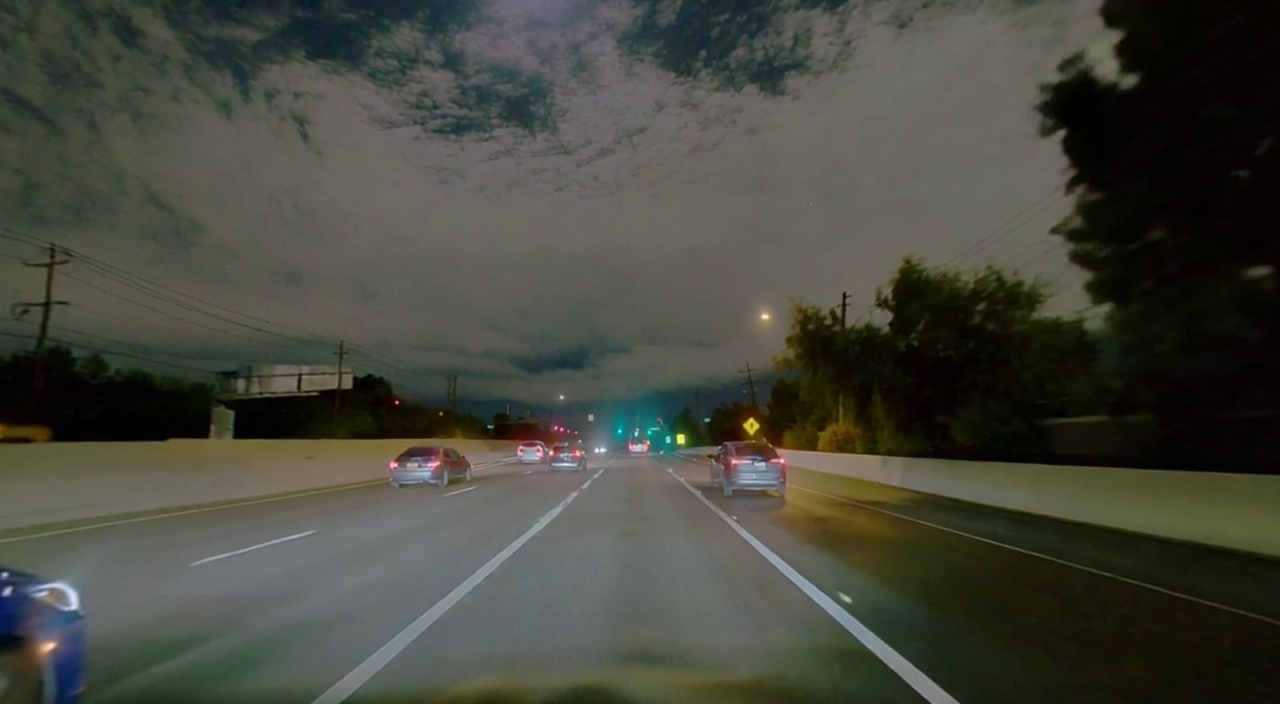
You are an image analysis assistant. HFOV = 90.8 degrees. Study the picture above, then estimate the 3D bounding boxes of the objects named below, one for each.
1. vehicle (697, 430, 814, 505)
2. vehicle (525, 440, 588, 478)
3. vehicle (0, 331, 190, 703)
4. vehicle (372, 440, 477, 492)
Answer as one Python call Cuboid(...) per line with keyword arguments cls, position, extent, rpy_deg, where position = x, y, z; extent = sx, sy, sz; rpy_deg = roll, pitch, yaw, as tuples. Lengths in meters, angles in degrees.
Cuboid(cls="vehicle", position=(2.806, 2.925, 16.463), extent=(2.100, 1.659, 4.387), rpy_deg=(0, -8, -1))
Cuboid(cls="vehicle", position=(-3.455, 4.541, 27.081), extent=(2.066, 1.488, 4.377), rpy_deg=(0, -8, 1))
Cuboid(cls="vehicle", position=(-3.236, 0.595, 0.835), extent=(2.104, 1.707, 4.338), rpy_deg=(0, -8, -1))
Cuboid(cls="vehicle", position=(-6.713, 3.575, 20.209), extent=(1.903, 1.482, 4.180), rpy_deg=(0, -8, -1))
